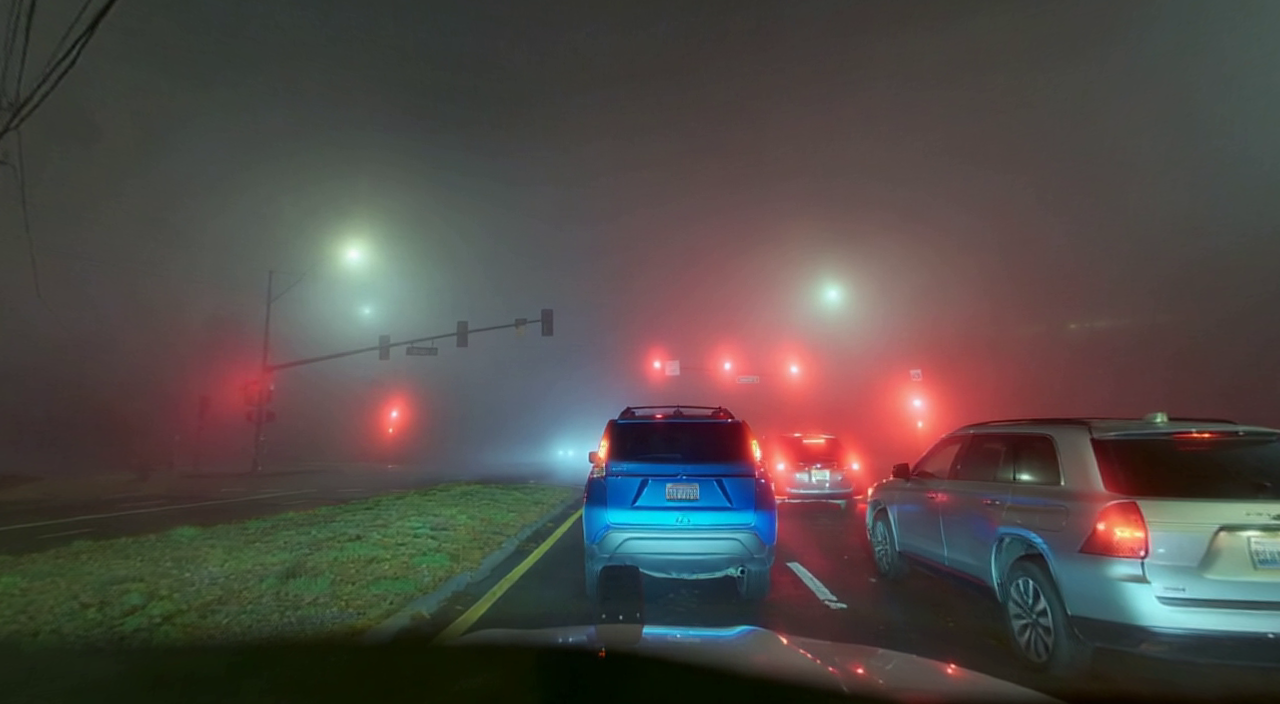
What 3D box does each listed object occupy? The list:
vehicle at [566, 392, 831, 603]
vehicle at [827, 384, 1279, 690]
[{"bbox_3d":[0.446,1.553,7.607,2.240,1.778,4.335,0,-8,-1],"label":"vehicle"},{"bbox_3d":[3.405,1.338,5.794,1.990,1.649,4.625,0,-8,0],"label":"vehicle"}]
